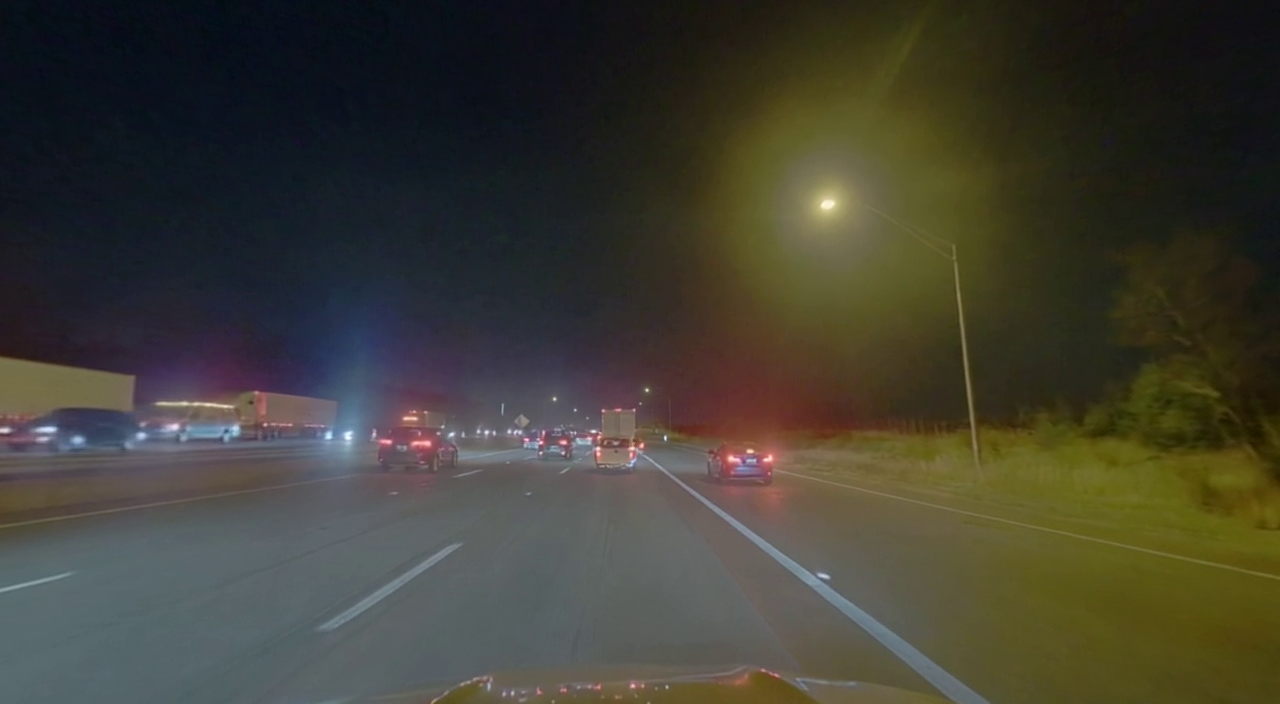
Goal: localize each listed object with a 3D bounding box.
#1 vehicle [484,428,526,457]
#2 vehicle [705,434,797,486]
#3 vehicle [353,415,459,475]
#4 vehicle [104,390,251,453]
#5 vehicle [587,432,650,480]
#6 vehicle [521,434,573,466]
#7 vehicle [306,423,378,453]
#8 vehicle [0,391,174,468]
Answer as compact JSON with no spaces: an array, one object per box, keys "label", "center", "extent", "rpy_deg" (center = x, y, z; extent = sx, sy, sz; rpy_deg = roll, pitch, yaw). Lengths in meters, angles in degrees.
[{"label":"vehicle","center":[-9.105,6.147,42.775],"extent":[1.992,1.838,4.493],"rpy_deg":[0,-8,-2]},{"label":"vehicle","center":[3.444,3.432,20.426],"extent":[1.981,1.474,4.396],"rpy_deg":[0,-8,-3]},{"label":"vehicle","center":[-8.413,3.395,23.180],"extent":[2.158,1.943,4.662],"rpy_deg":[0,-8,-1]},{"label":"vehicle","center":[-19.515,3.025,26.949],"extent":[2.297,2.410,5.389],"rpy_deg":[0,-8,-2]},{"label":"vehicle","center":[-0.723,3.521,21.573],"extent":[1.980,1.478,3.758],"rpy_deg":[0,-8,-2]},{"label":"vehicle","center":[-4.608,4.905,31.822],"extent":[2.046,1.493,4.384],"rpy_deg":[0,-8,-1]},{"label":"vehicle","center":[-15.913,4.625,33.816],"extent":[1.977,1.542,4.157],"rpy_deg":[0,-8,-3]},{"label":"vehicle","center":[-15.017,2.085,16.754],"extent":[1.919,1.761,4.413],"rpy_deg":[0,-8,-2]}]
